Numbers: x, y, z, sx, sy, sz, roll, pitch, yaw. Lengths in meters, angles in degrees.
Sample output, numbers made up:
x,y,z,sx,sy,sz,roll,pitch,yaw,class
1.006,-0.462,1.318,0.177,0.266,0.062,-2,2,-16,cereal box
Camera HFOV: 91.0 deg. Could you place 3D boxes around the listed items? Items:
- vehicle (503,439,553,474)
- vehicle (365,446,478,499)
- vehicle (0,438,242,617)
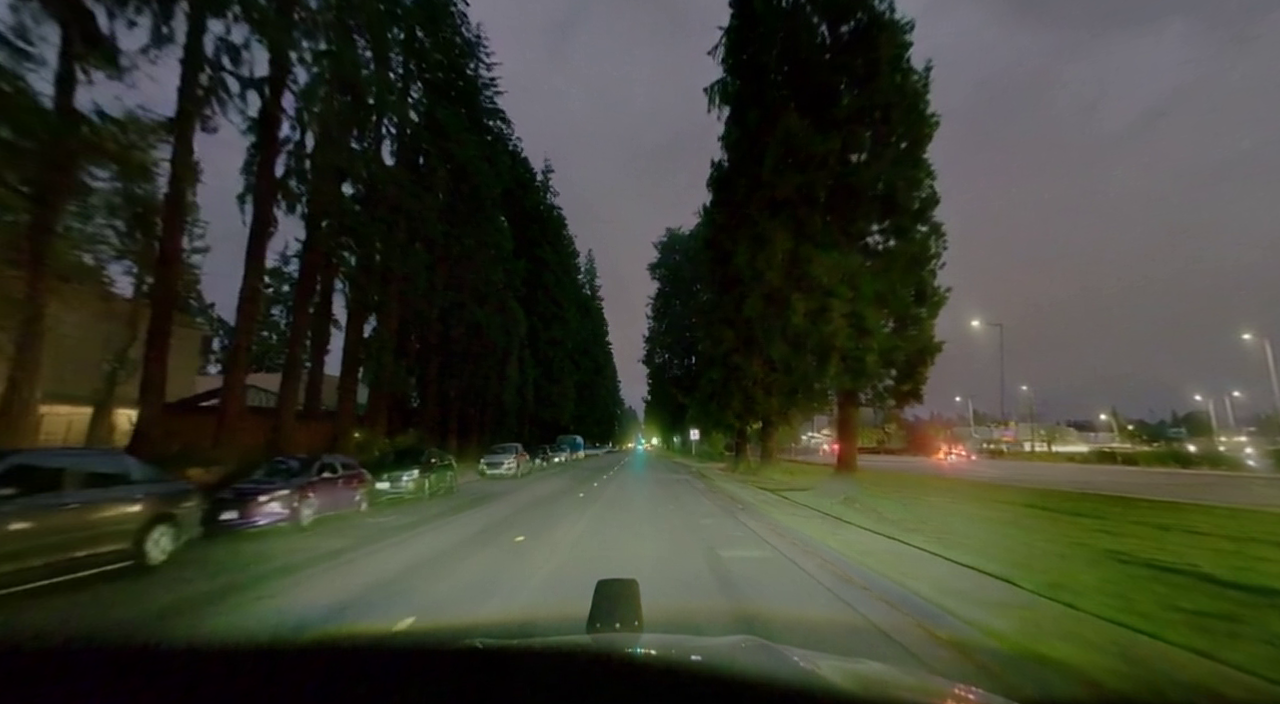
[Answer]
x,y,z,sx,sy,sz,roll,pitch,yaw,class
-6.580,6.220,37.574,2.249,1.884,4.784,2,-9,-2,vehicle
-6.774,3.770,20.100,2.056,1.477,4.318,0,-9,0,vehicle
-6.469,1.563,5.884,2.074,1.502,5.098,0,-8,1,vehicle
